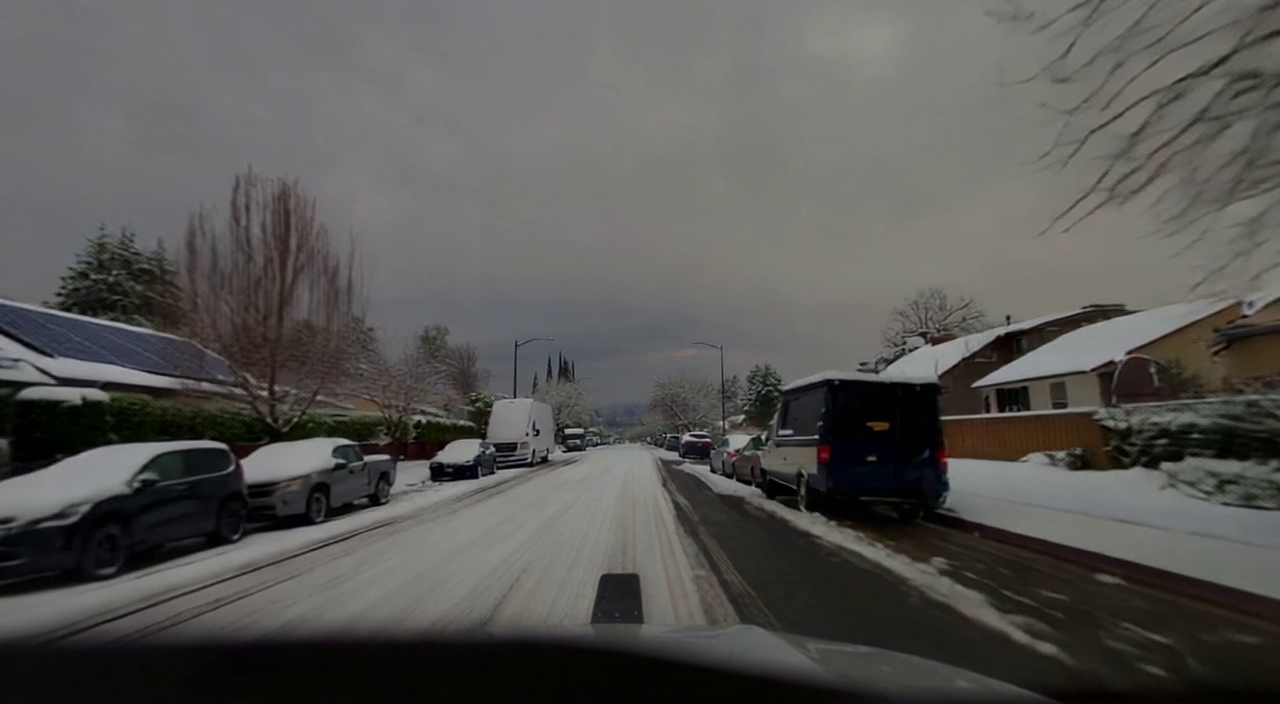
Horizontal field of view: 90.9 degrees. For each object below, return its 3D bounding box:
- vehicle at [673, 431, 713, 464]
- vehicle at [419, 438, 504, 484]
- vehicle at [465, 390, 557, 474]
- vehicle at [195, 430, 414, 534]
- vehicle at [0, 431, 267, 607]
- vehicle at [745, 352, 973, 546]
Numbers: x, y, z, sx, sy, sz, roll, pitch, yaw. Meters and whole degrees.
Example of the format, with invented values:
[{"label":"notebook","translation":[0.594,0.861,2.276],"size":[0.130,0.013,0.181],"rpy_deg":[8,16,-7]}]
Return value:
[{"label":"vehicle","translation":[3.120,5.693,37.860],"size":[1.965,1.855,4.677],"rpy_deg":[0,-8,-1]},{"label":"vehicle","translation":[-6.289,3.831,22.650],"size":[1.921,1.470,4.068],"rpy_deg":[0,-8,-1]},{"label":"vehicle","translation":[-6.135,3.991,31.356],"size":[2.896,3.648,8.004],"rpy_deg":[0,-8,0]},{"label":"vehicle","translation":[-6.095,2.378,12.208],"size":[1.818,1.563,4.483],"rpy_deg":[-2,-8,0]},{"label":"vehicle","translation":[-6.192,1.719,7.280],"size":[1.758,1.519,3.396],"rpy_deg":[-2,-7,-2]},{"label":"vehicle","translation":[3.330,1.570,10.825],"size":[2.215,2.542,4.550],"rpy_deg":[-2,-7,0]}]
